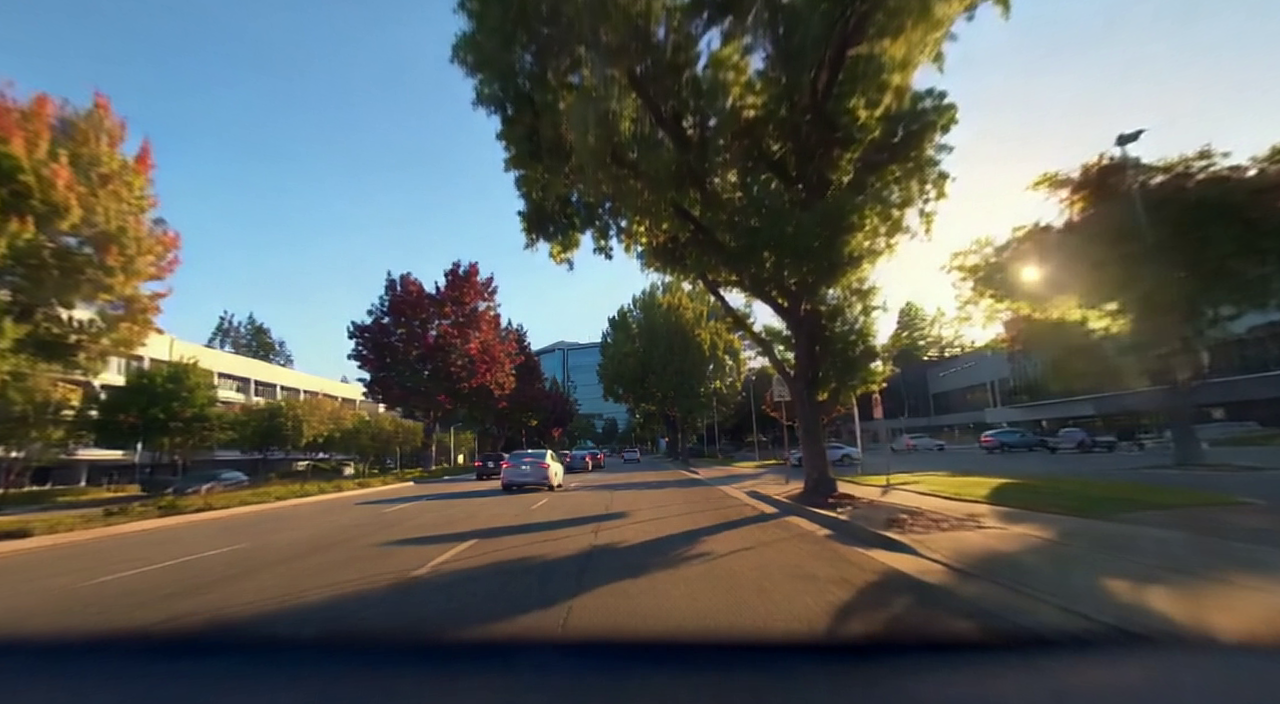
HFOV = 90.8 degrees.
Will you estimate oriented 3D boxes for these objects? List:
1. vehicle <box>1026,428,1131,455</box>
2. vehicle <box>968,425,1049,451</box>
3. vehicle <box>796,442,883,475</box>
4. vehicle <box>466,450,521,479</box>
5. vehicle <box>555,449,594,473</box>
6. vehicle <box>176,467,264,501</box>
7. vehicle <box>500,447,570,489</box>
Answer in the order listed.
[{"bbox_3d":[25.024,5.111,36.153,4.614,1.464,1.856,0,-9,0],"label":"vehicle"},{"bbox_3d":[24.866,5.836,42.729,4.154,1.662,2.113,-1,-8,1],"label":"vehicle"},{"bbox_3d":[12.711,6.815,40.495,4.790,1.439,2.034,-8,-9,0],"label":"vehicle"},{"bbox_3d":[-8.277,6.379,36.092,1.976,1.497,4.709,0,-9,0],"label":"vehicle"},{"bbox_3d":[-4.124,6.934,40.252,1.971,1.414,4.317,0,-9,0],"label":"vehicle"},{"bbox_3d":[-23.544,7.377,35.622,2.007,1.501,4.340,-4,-9,0],"label":"vehicle"},{"bbox_3d":[-4.081,4.579,25.337,2.011,1.483,4.596,0,-9,0],"label":"vehicle"}]
